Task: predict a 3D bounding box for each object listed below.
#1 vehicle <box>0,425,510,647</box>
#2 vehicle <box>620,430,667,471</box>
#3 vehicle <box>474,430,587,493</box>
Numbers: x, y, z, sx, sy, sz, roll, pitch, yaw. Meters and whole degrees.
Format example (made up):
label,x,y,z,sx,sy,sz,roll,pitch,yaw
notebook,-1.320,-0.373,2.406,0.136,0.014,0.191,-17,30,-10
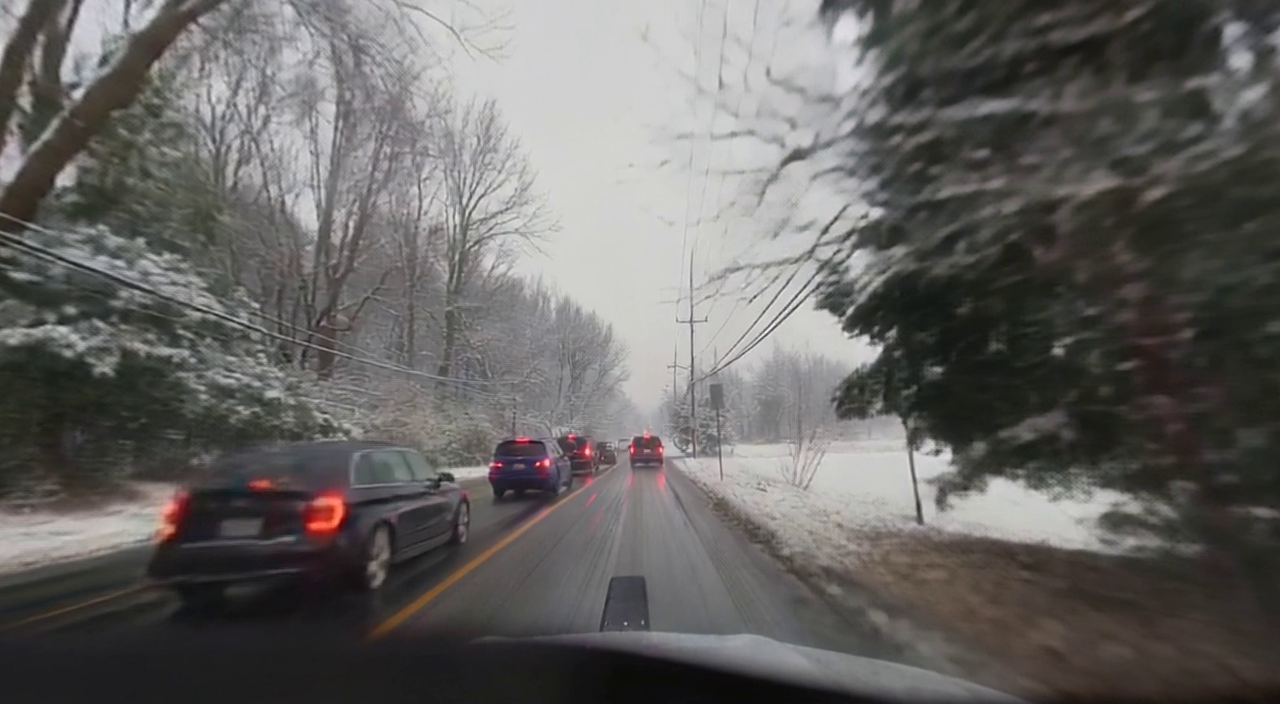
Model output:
label,x,y,z,sx,sy,sz,roll,pitch,yaw
vehicle,-3.164,1.608,6.794,2.260,1.465,4.972,-1,-8,2
vehicle,0.258,5.047,32.438,2.241,1.912,4.095,-1,-8,2
vehicle,-2.909,3.070,18.031,2.180,1.546,4.755,0,-9,3
